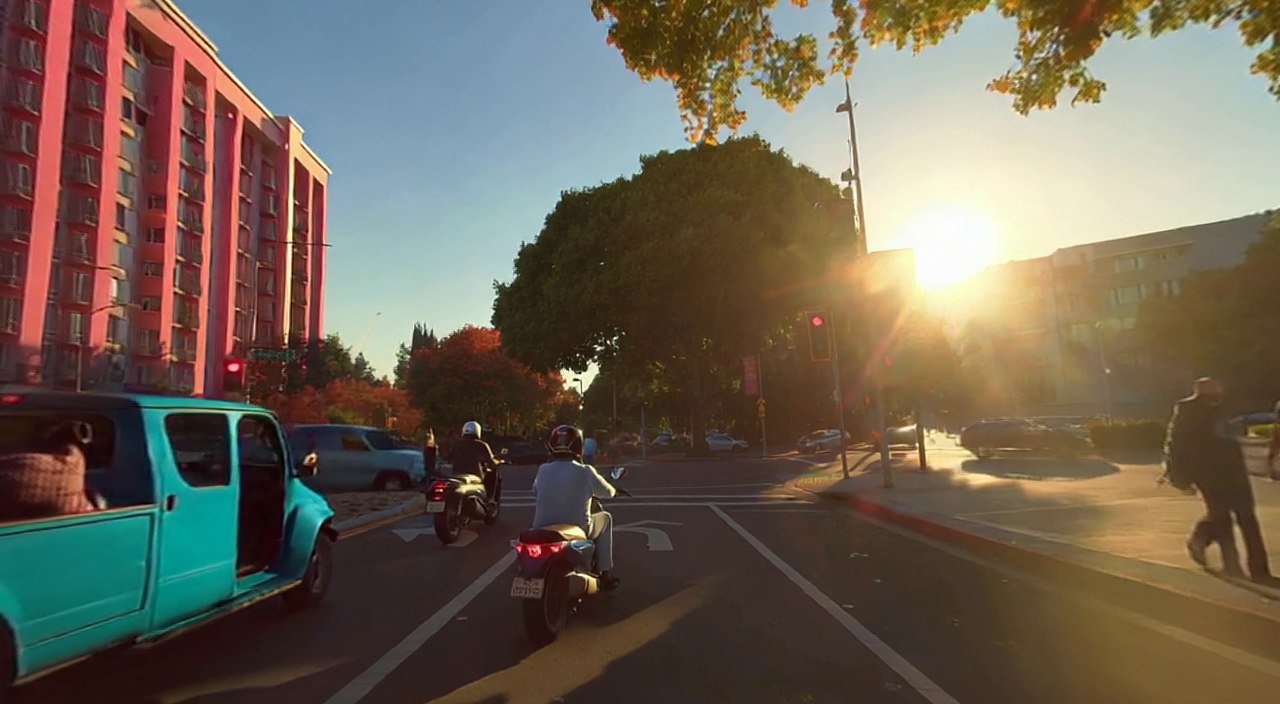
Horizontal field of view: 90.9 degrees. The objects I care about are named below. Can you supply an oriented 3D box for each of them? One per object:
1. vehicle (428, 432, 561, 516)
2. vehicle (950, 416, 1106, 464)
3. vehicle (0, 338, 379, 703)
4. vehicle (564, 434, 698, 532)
[{"bbox_3d":[-3.117,2.701,14.444,1.935,1.615,4.073,-1,-9,2],"label":"vehicle"},{"bbox_3d":[15.926,3.696,26.276,5.226,1.840,2.016,-5,-10,27],"label":"vehicle"},{"bbox_3d":[-3.595,1.035,3.718,2.000,1.809,4.855,0,-9,0],"label":"vehicle"},{"bbox_3d":[-0.104,2.294,11.625,2.025,1.458,4.085,-1,-9,1],"label":"vehicle"}]
